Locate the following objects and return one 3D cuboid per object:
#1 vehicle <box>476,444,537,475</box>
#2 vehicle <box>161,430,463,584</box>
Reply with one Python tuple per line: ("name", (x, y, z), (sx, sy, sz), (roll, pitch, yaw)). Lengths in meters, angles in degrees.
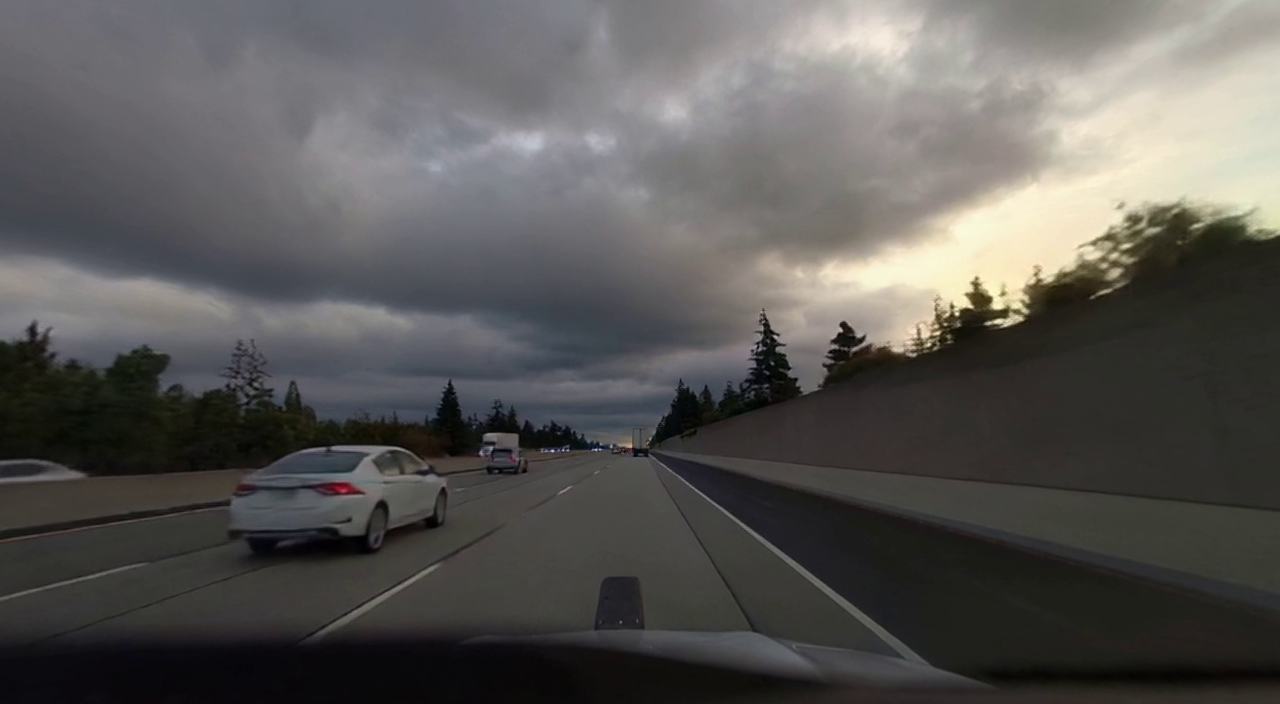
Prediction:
("vehicle", (-7.297, 5.927, 34.982), (2.179, 1.577, 5.070), (0, -9, 1))
("vehicle", (-3.840, 1.850, 8.284), (1.893, 1.521, 3.742), (0, -9, 1))
